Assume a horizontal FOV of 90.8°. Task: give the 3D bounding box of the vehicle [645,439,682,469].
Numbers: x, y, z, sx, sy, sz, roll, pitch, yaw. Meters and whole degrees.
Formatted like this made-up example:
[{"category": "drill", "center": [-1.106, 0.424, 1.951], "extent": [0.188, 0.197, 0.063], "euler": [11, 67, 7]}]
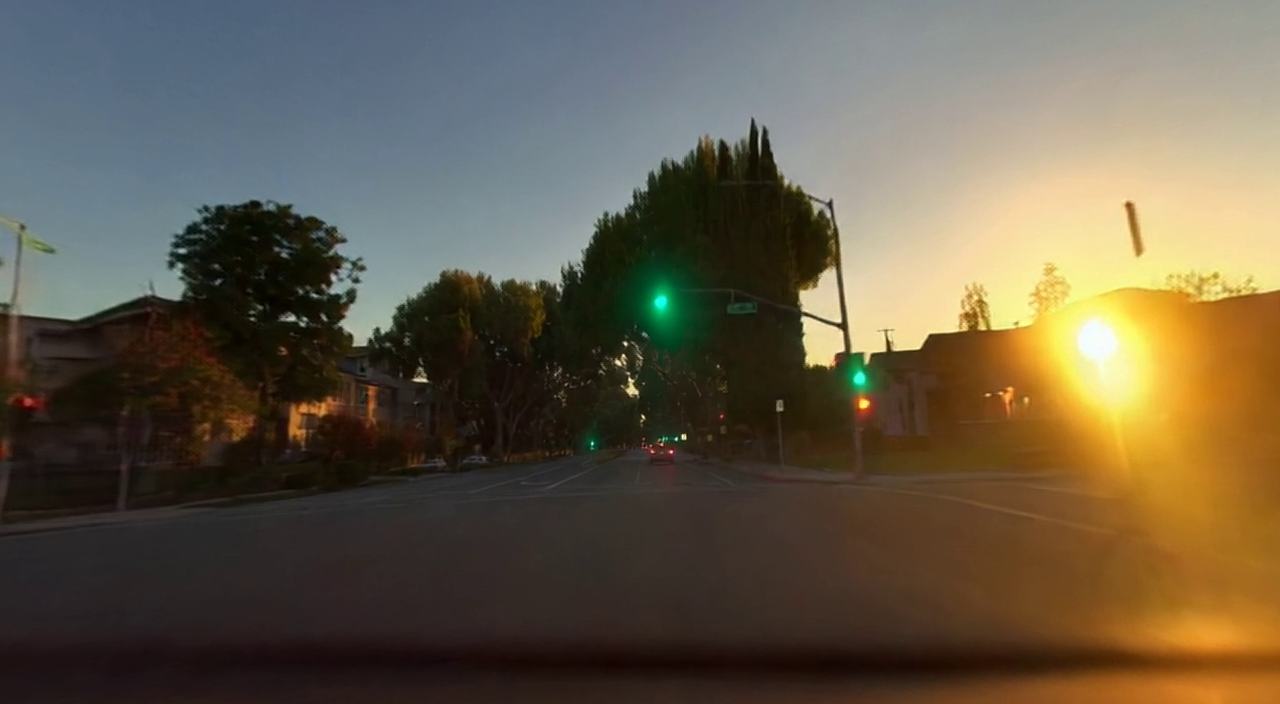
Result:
[{"category": "vehicle", "center": [1.470, 6.514, 40.689], "extent": [2.215, 1.799, 4.426], "euler": [0, -8, 1]}]
